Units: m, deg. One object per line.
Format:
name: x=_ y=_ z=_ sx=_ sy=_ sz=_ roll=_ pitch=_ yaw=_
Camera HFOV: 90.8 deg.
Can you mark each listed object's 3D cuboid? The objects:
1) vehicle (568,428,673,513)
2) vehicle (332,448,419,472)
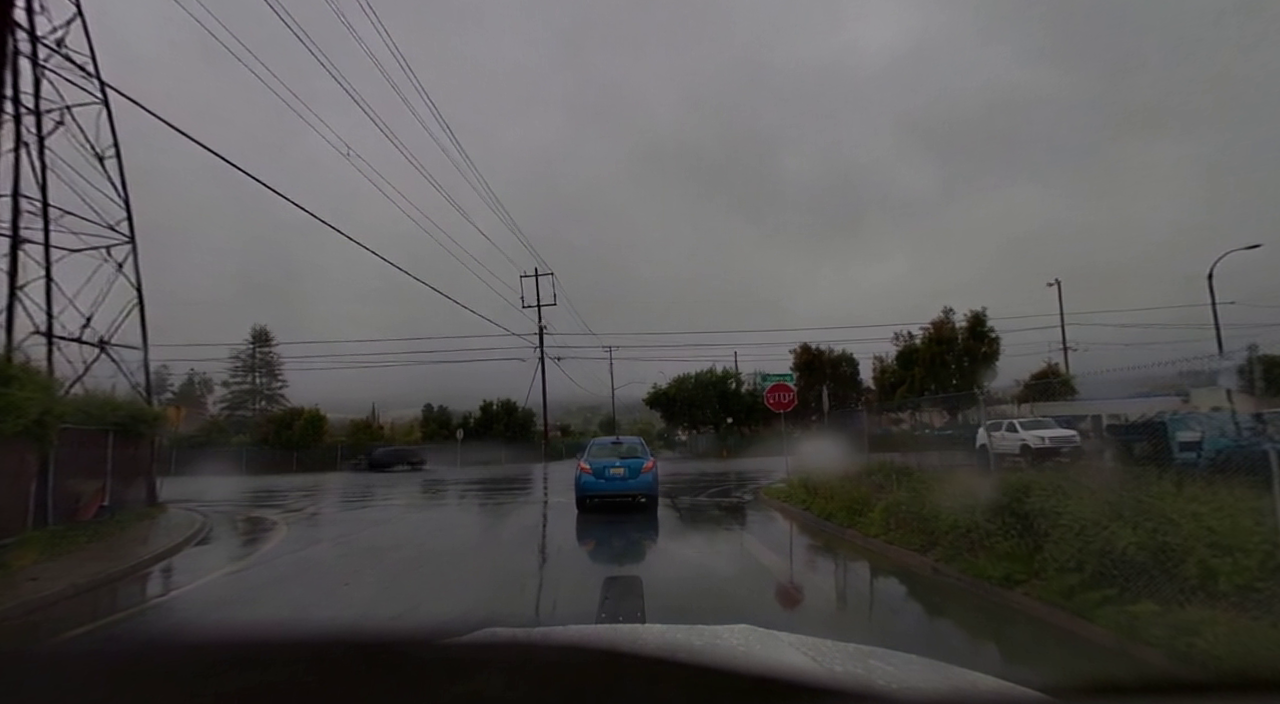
vehicle: x=-0.529 y=2.730 z=15.047 sx=2.137 sy=1.698 sz=4.166 roll=0 pitch=-8 yaw=-4
vehicle: x=-17.056 y=7.001 z=40.987 sx=4.840 sy=1.478 sz=1.794 roll=1 pitch=-8 yaw=-8
